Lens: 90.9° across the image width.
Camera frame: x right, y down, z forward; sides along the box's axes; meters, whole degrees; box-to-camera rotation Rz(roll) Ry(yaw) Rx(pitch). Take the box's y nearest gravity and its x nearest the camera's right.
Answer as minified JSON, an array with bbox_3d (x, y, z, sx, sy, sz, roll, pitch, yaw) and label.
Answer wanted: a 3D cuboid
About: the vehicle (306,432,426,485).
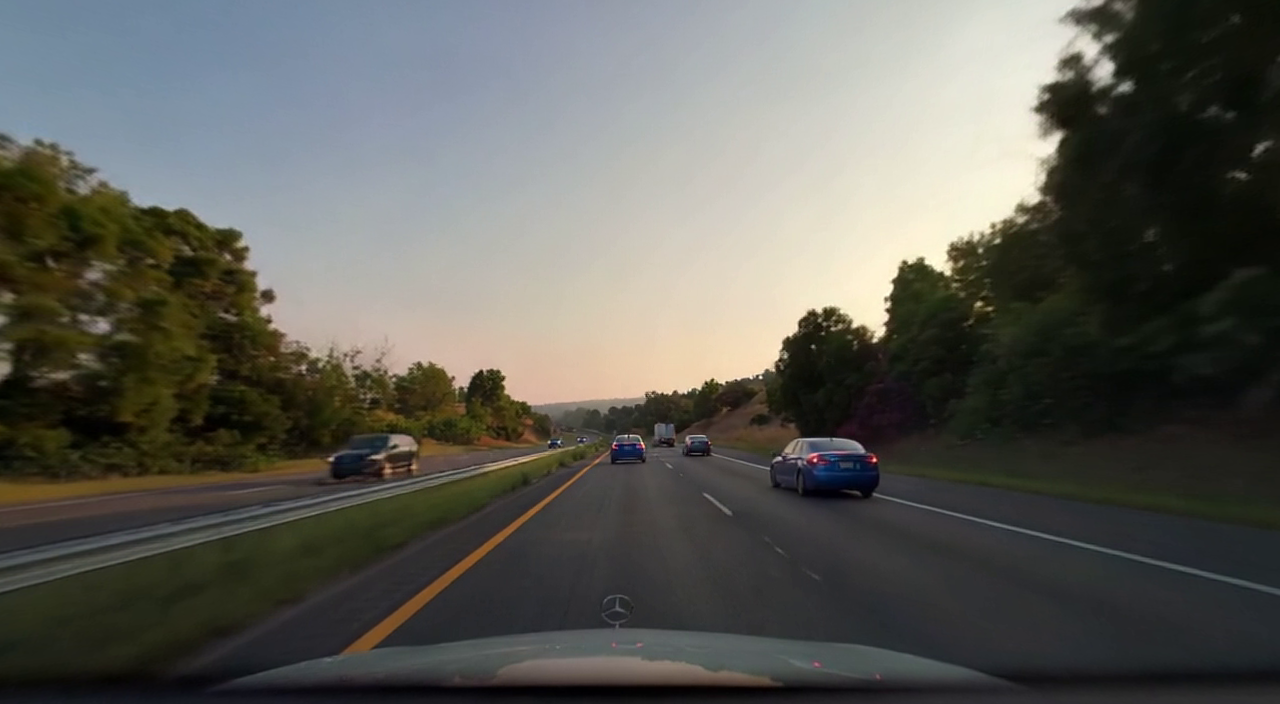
[{"bbox_3d":[-9.020,3.503,21.269,2.076,1.592,4.477,0,-8,-1],"label":"vehicle"}]

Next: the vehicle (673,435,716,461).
[{"bbox_3d":[3.194,5.719,37.827,2.004,1.469,4.472,0,-8,-2],"label":"vehicle"}]

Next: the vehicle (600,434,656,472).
[{"bbox_3d":[-0.511,4.131,26.091,2.143,1.466,3.693,0,-8,-1],"label":"vehicle"}]

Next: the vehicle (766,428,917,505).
[{"bbox_3d":[4.448,2.566,14.738,2.066,1.526,4.216,0,-8,-1],"label":"vehicle"}]
